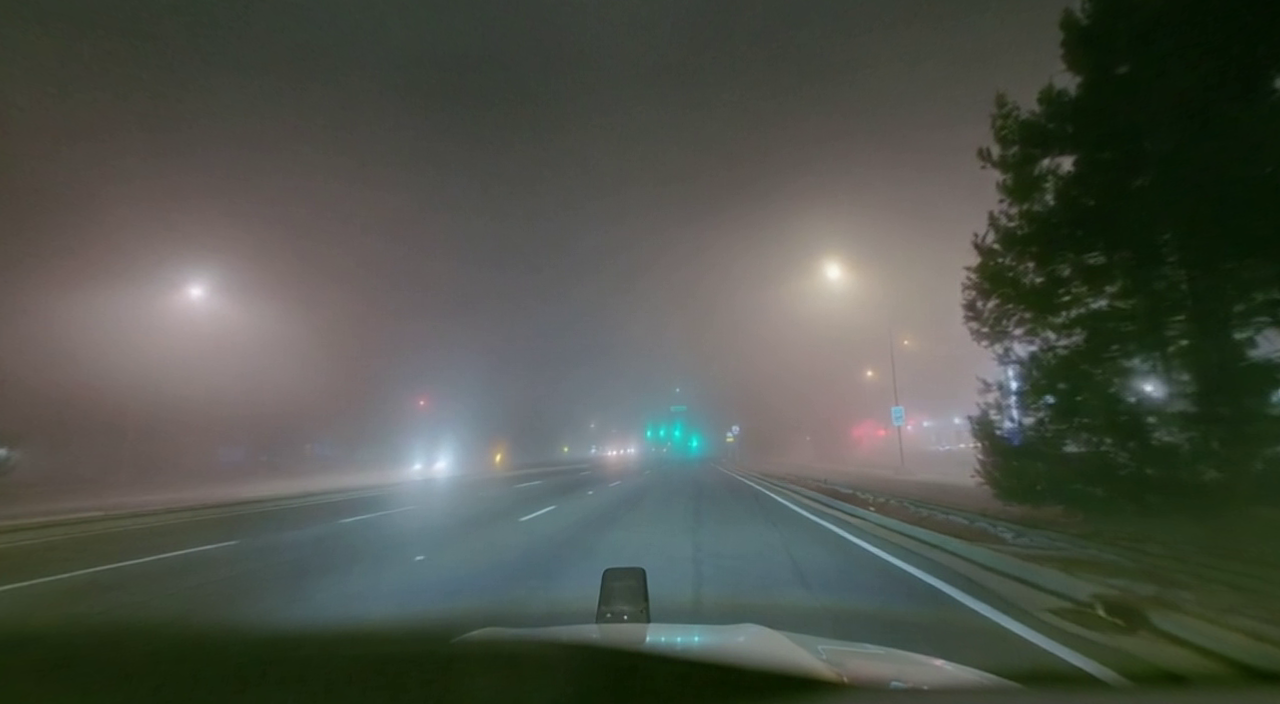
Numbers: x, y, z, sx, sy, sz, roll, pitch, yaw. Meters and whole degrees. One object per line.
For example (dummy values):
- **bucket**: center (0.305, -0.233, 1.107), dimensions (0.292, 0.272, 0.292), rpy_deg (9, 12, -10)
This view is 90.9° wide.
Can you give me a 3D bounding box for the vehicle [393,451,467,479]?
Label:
- **vehicle**: center (-11.564, 6.236, 35.096), dimensions (2.240, 1.452, 4.518), rpy_deg (-1, -9, 5)
